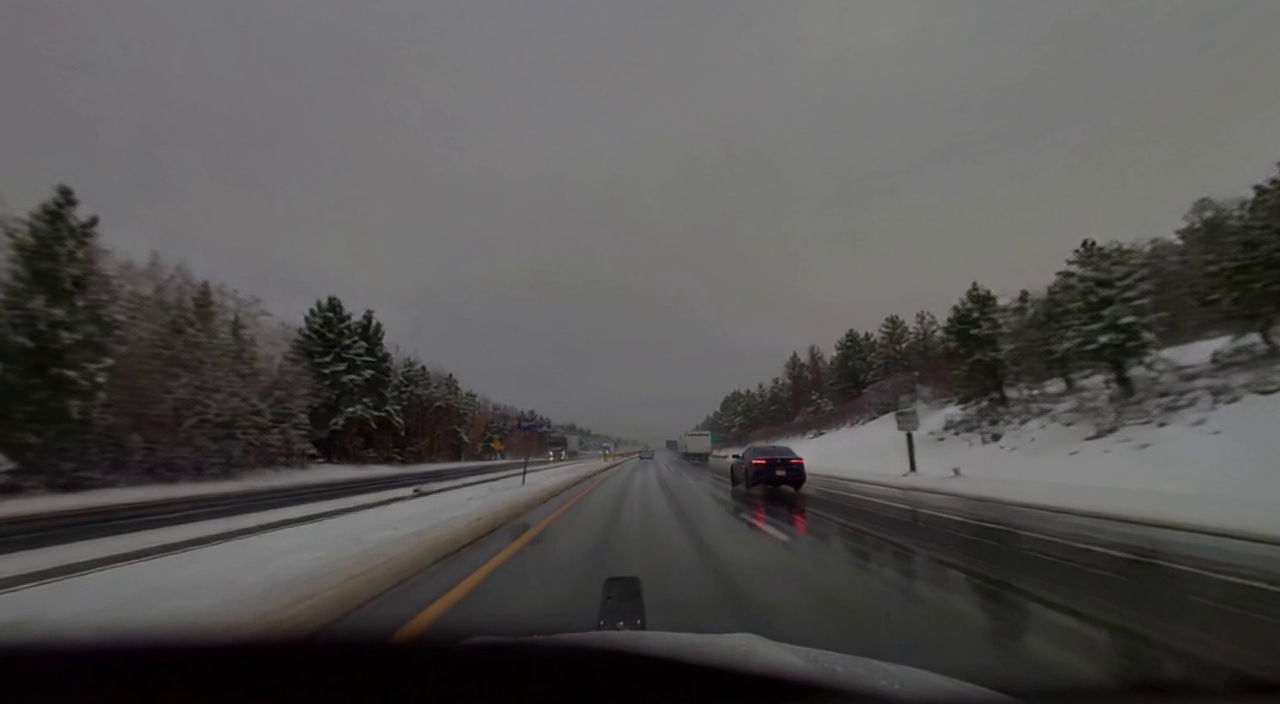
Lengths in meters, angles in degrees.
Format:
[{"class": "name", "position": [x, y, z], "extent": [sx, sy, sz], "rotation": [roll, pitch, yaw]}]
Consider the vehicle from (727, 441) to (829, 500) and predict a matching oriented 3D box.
[{"class": "vehicle", "position": [3.945, 3.442, 18.735], "extent": [2.043, 1.542, 3.881], "rotation": [0, -9, -1]}]

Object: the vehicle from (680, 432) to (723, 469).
[{"class": "vehicle", "position": [4.383, 7.171, 45.872], "extent": [2.423, 2.517, 5.055], "rotation": [0, -9, -2]}]
